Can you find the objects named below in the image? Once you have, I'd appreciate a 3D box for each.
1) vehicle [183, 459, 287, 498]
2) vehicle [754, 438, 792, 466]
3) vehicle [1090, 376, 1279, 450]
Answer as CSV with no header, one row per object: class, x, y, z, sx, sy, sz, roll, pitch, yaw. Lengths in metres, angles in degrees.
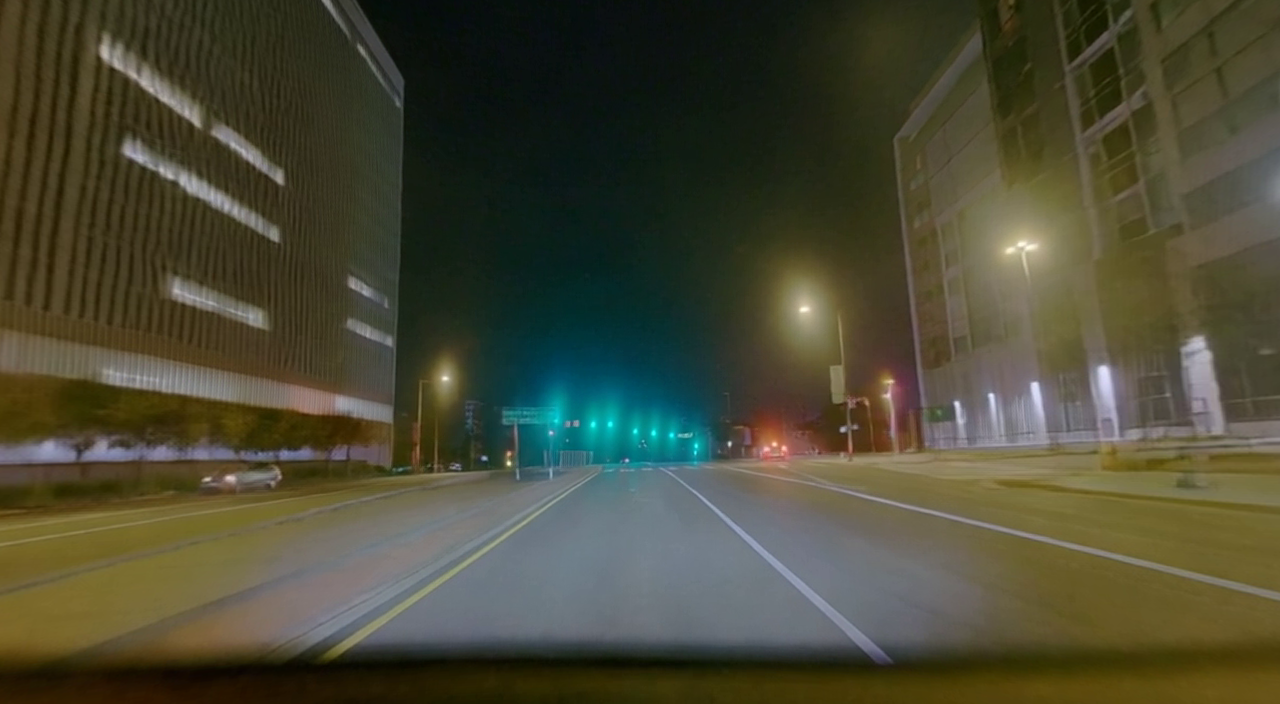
vehicle,-19.334,6.043,30.432,2.010,1.504,4.820,-5,-10,-2
vehicle,10.076,7.645,48.214,2.101,1.957,4.718,-1,-10,3
vehicle,25.895,2.937,29.737,6.866,3.124,2.718,-3,-9,8
